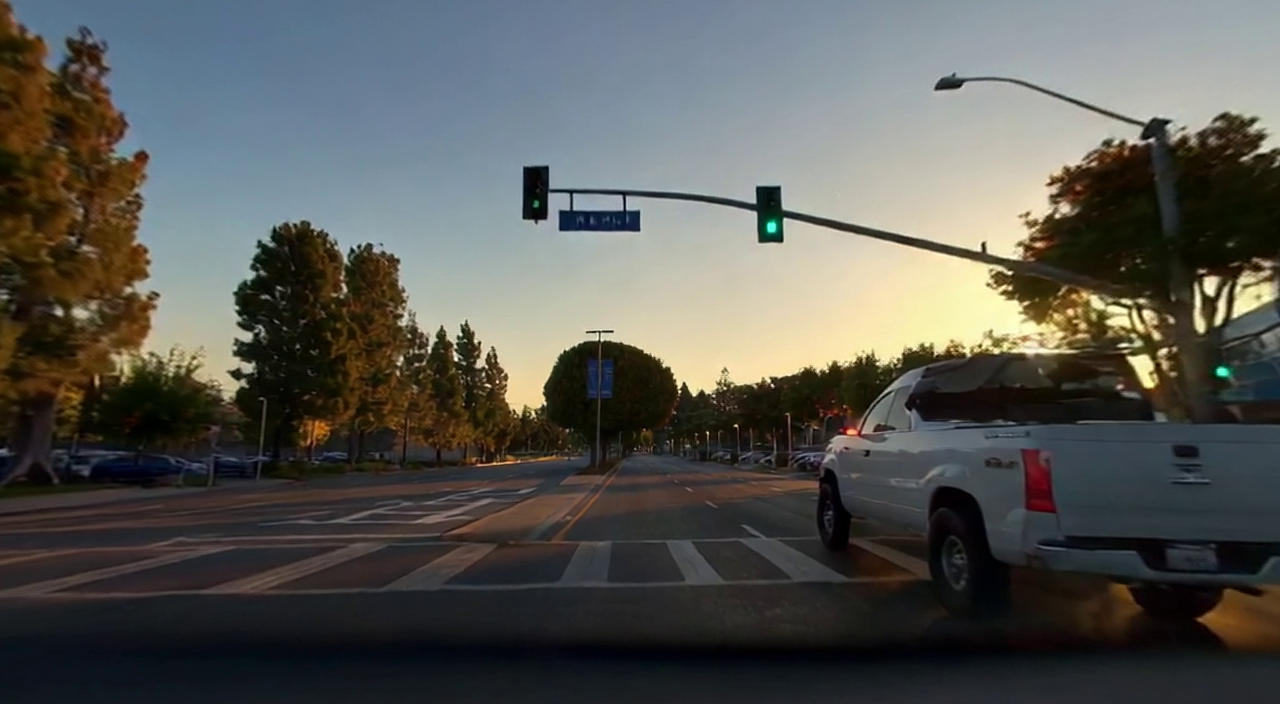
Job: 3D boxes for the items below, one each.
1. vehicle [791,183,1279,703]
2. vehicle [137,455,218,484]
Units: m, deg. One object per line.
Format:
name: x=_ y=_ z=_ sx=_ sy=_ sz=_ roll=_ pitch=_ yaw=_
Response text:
vehicle: x=3.369 y=0.939 z=5.815 sx=2.484 sy=2.642 sz=5.990 roll=0 pitch=-9 yaw=0
vehicle: x=-28.238 y=7.181 z=38.539 sx=3.885 sy=1.425 sz=1.660 roll=-4 pitch=-6 yaw=6
